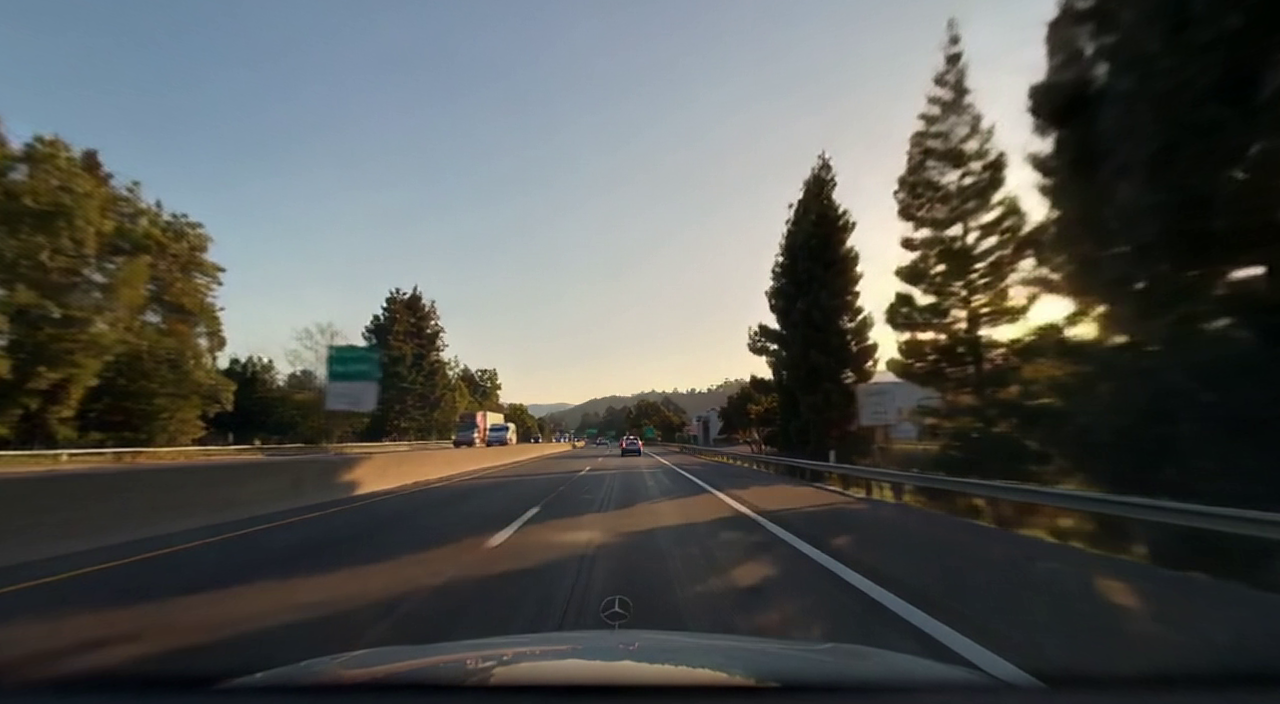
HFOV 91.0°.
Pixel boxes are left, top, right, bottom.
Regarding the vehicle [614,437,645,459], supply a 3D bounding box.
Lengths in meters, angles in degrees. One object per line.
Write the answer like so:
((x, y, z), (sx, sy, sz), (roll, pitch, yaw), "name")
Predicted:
((-0.796, 7.004, 45.843), (2.099, 1.504, 3.843), (0, -8, -2), "vehicle")
